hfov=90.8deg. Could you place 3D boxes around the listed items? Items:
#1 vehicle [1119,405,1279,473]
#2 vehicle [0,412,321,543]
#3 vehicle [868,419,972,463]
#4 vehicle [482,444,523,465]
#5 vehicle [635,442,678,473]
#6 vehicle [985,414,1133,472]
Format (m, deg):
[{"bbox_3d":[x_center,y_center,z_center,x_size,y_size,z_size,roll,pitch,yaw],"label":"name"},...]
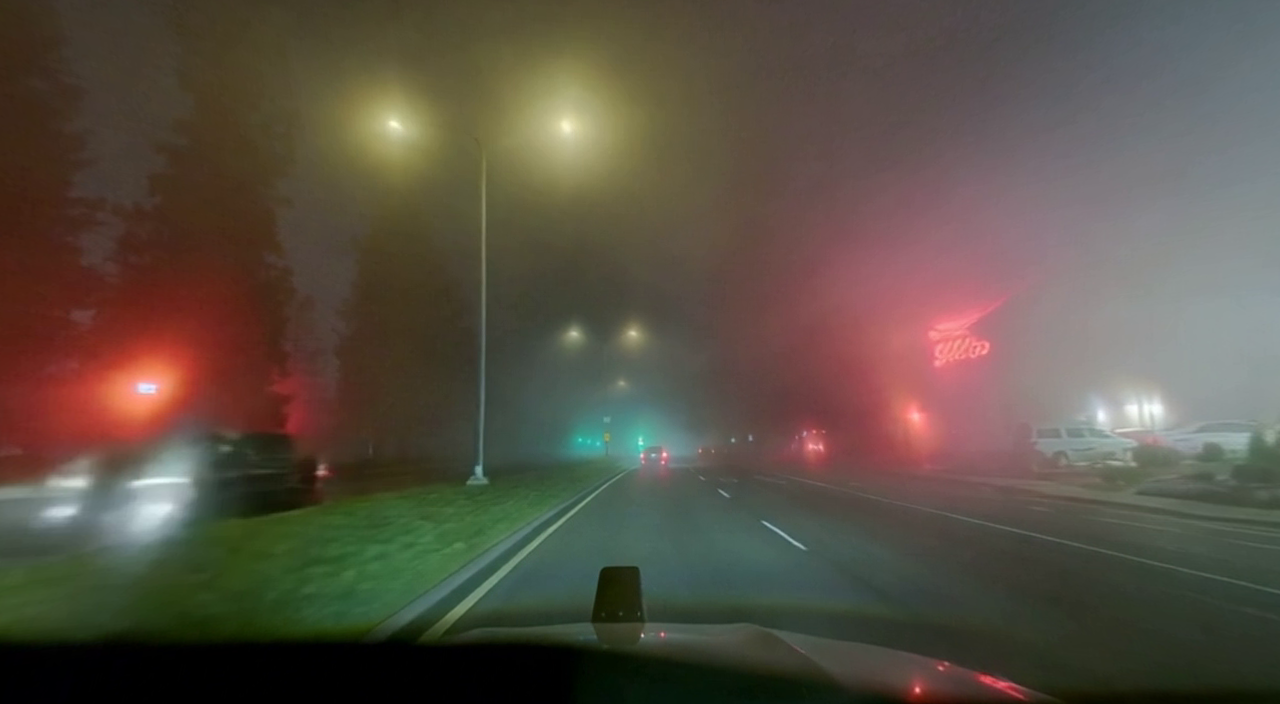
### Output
[{"bbox_3d":[28.759,4.467,32.247,6.569,3.235,2.798,1,-9,-9],"label":"vehicle"},{"bbox_3d":[-7.694,2.007,10.767,2.102,1.735,4.491,0,-8,1],"label":"vehicle"},{"bbox_3d":[22.048,7.050,49.854,6.856,3.118,2.741,0,-10,-10],"label":"vehicle"},{"bbox_3d":[-10.035,7.477,46.389,1.907,1.429,4.439,0,-8,2],"label":"vehicle"},{"bbox_3d":[0.886,5.446,32.876,2.095,1.456,3.873,0,-8,2],"label":"vehicle"},{"bbox_3d":[20.921,4.554,31.702,5.953,2.747,2.389,1,-8,-8],"label":"vehicle"}]
